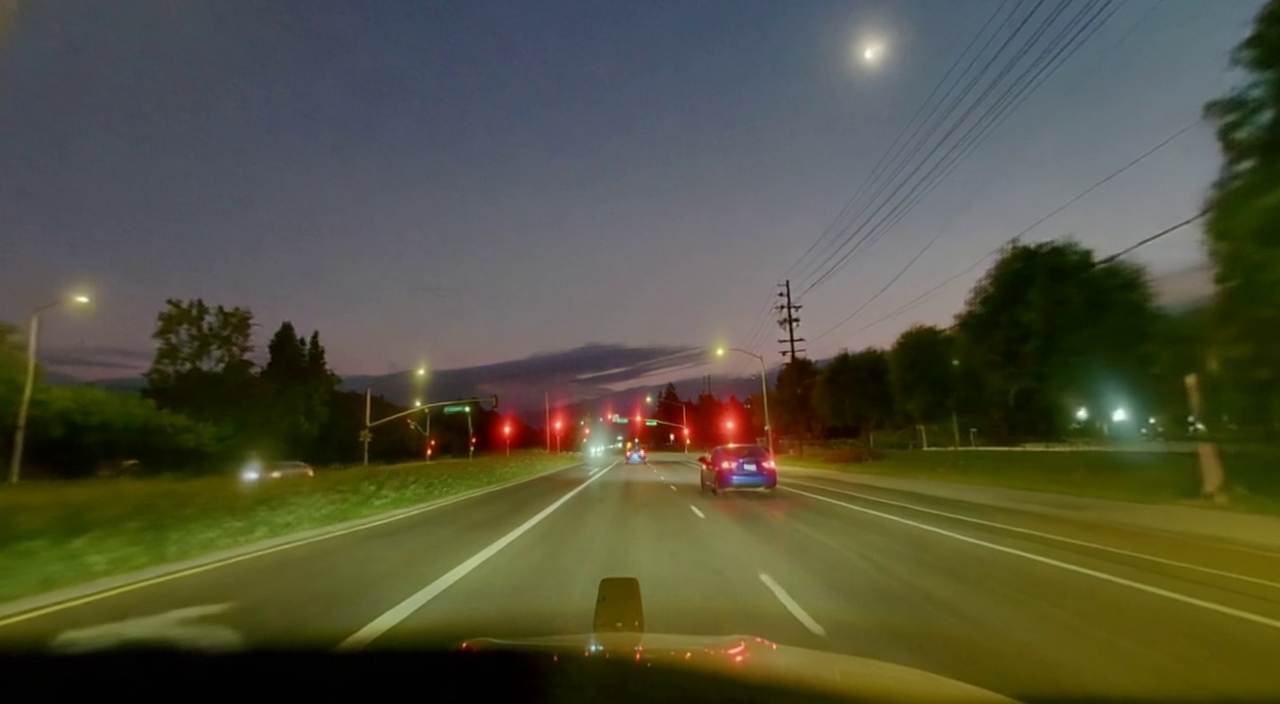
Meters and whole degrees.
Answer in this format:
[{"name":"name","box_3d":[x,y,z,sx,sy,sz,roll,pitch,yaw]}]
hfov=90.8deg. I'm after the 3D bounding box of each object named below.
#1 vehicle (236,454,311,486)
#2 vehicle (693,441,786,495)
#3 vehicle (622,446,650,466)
[{"name":"vehicle","box_3d":[-22.245,7.179,38.616,1.946,1.787,4.469,0,-9,-1]},{"name":"vehicle","box_3d":[2.865,3.464,19.197,2.004,1.448,4.263,0,-9,-2]},{"name":"vehicle","box_3d":[-0.352,8.122,49.210,2.110,1.466,3.860,0,-9,-2]}]
